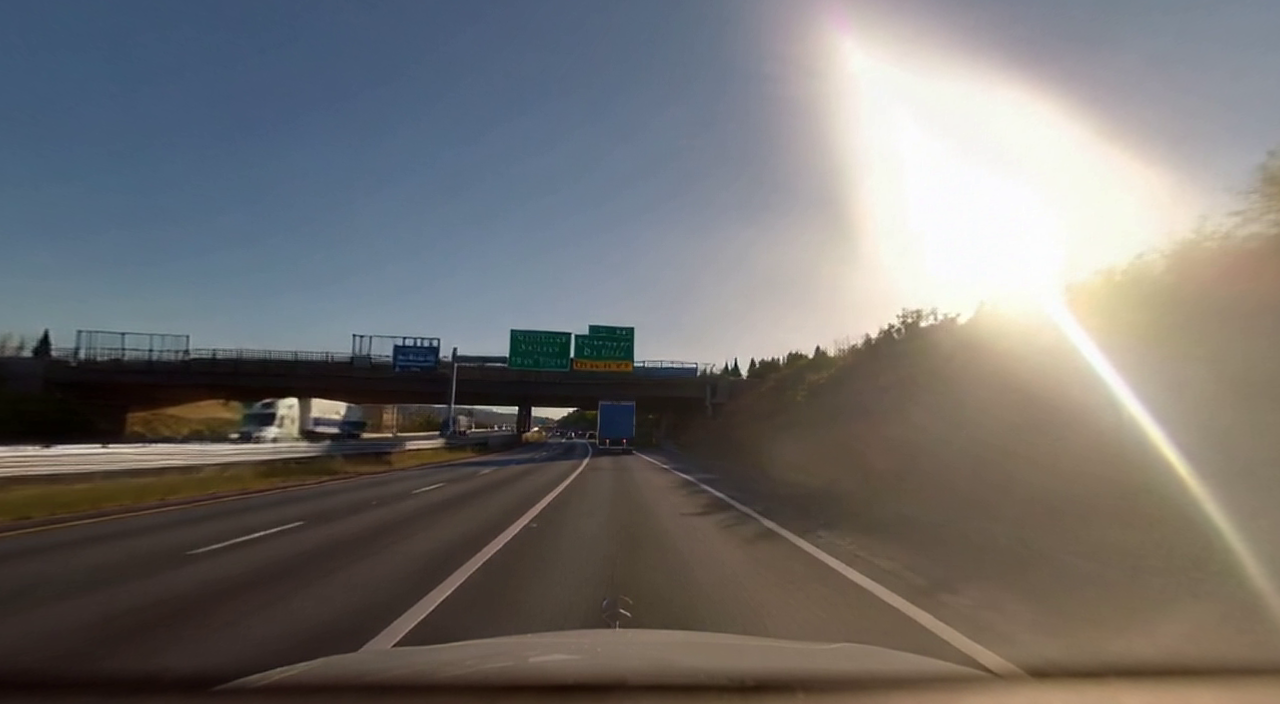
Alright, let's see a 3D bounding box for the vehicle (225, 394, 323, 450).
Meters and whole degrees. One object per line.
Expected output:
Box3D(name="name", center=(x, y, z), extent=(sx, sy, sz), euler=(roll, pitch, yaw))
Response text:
Box3D(name="vehicle", center=(-25.642, 5.029, 44.636), extent=(3.431, 3.680, 6.045), euler=(1, -8, -4))
